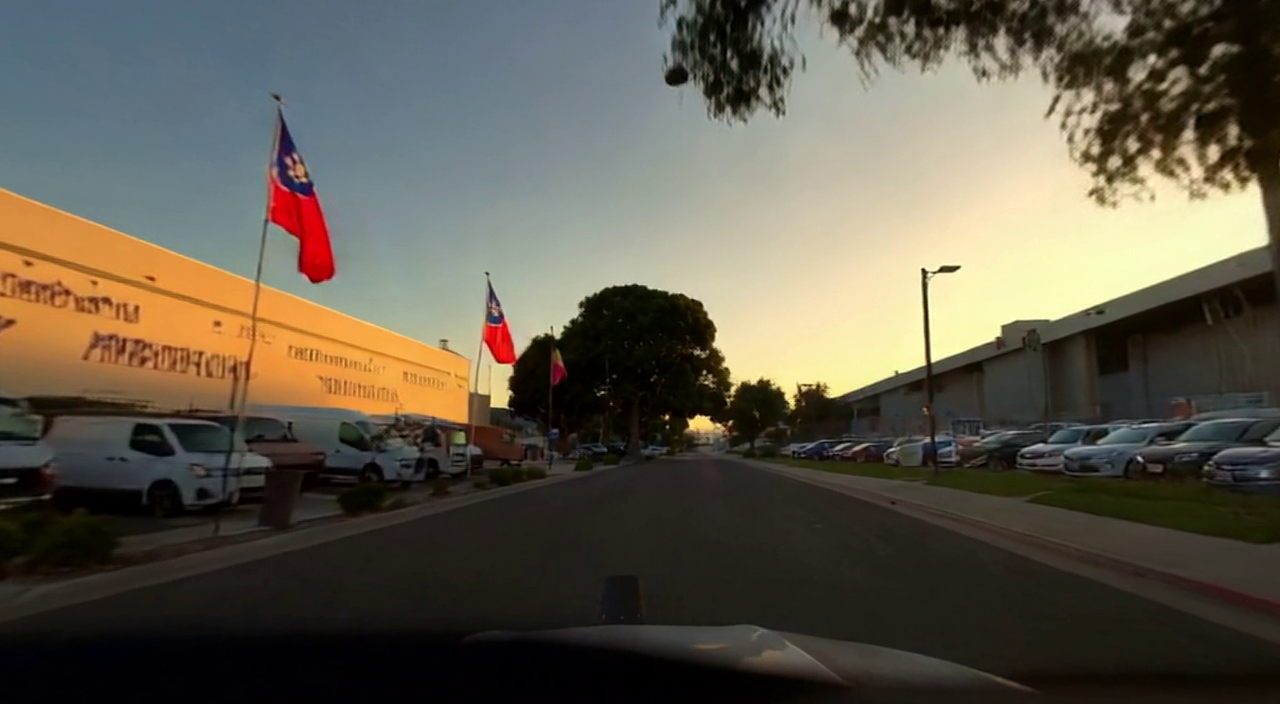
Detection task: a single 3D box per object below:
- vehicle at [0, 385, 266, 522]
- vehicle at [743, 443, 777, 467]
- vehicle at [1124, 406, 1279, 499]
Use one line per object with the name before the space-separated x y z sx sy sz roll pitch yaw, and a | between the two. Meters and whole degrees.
vehicle | -10.868 1.810 11.783 6.505 2.227 2.242 -1 -7 5
vehicle | 8.952 7.707 47.404 2.026 1.659 4.314 -1 -8 5
vehicle | 13.076 2.099 13.461 4.766 1.676 2.167 3 -9 -23
